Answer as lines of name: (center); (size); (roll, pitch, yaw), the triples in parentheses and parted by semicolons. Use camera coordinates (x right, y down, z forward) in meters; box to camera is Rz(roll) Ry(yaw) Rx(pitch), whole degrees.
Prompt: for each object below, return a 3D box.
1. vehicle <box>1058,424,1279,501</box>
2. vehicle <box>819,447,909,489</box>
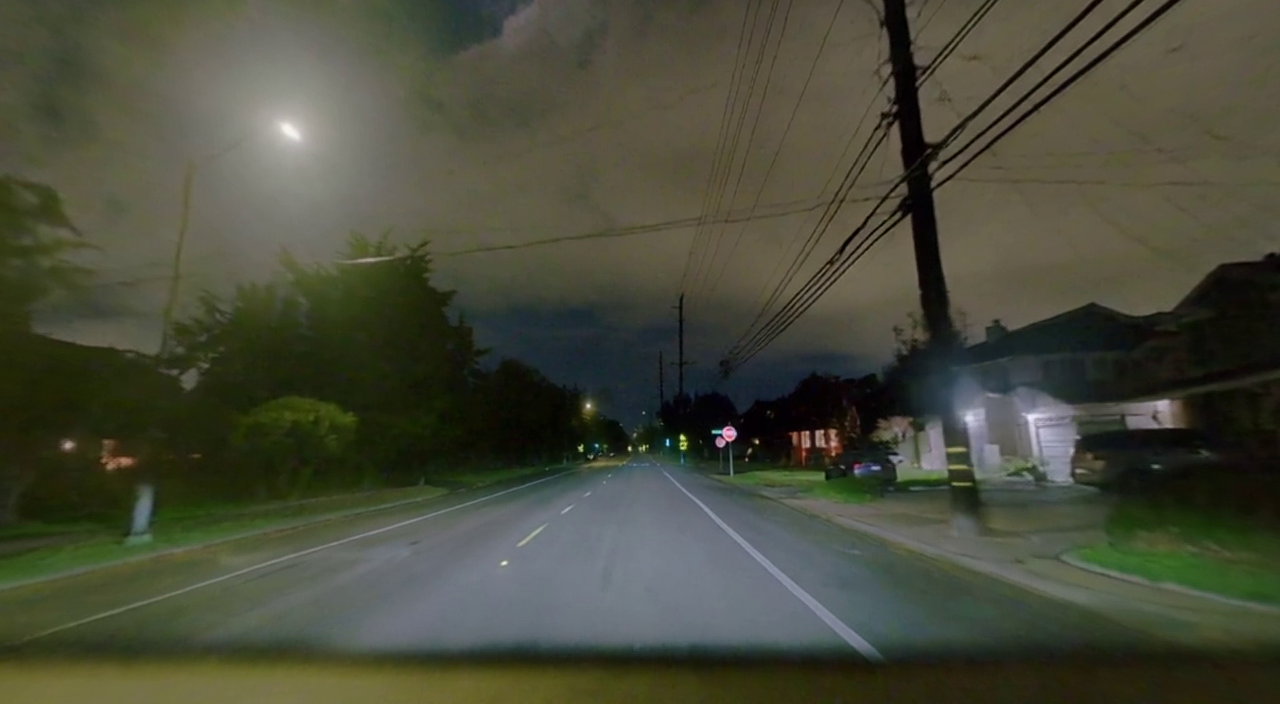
vehicle: (15.196, 3.053, 17.650); (5.188, 1.955, 2.444); (0, -9, 1)
vehicle: (8.694, 4.502, 24.936); (1.811, 1.491, 4.407); (0, -9, -2)
